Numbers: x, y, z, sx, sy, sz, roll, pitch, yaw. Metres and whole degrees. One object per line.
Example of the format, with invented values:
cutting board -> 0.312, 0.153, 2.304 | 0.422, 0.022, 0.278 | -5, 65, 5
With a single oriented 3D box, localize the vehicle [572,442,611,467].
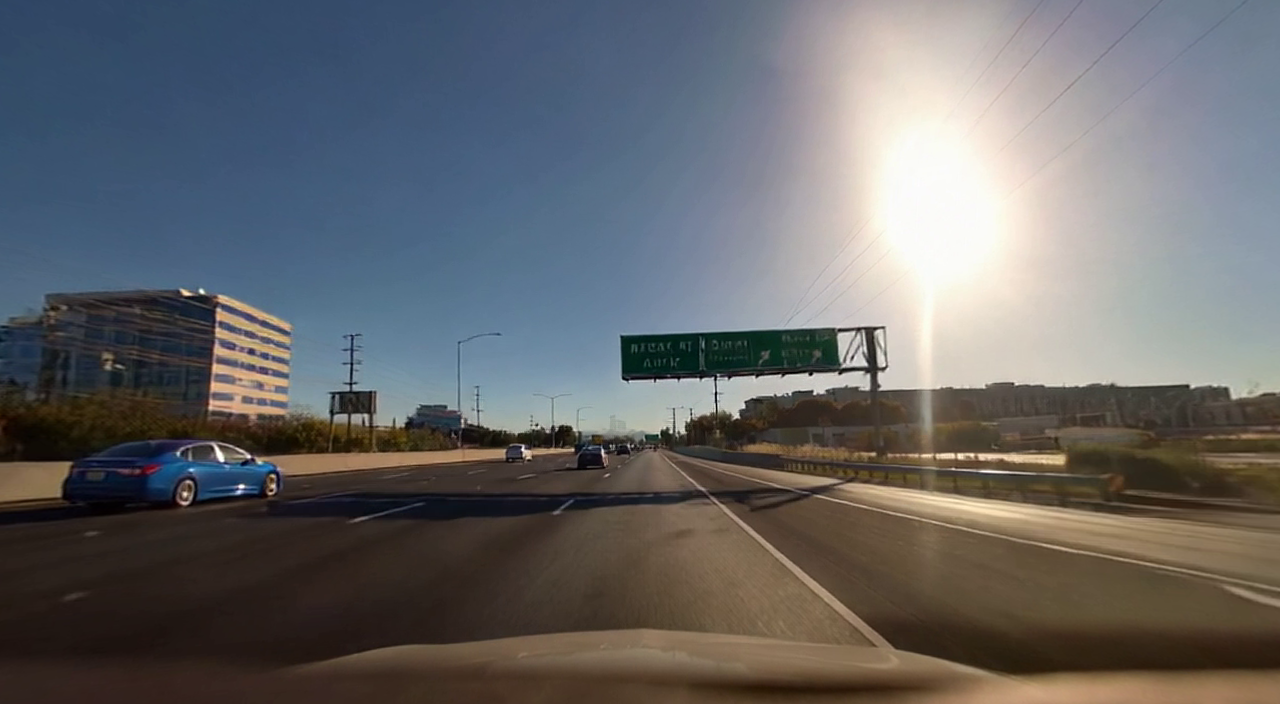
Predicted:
vehicle -> -2.944, 6.364, 39.330 | 2.050, 1.479, 4.342 | 0, -8, 1

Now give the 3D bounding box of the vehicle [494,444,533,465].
vehicle -> -9.358, 7.573, 46.945 | 1.930, 1.490, 3.955 | 0, -8, 2

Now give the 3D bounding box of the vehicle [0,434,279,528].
vehicle -> -9.837, 2.484, 12.832 | 2.002, 1.526, 4.822 | 0, -8, 2
